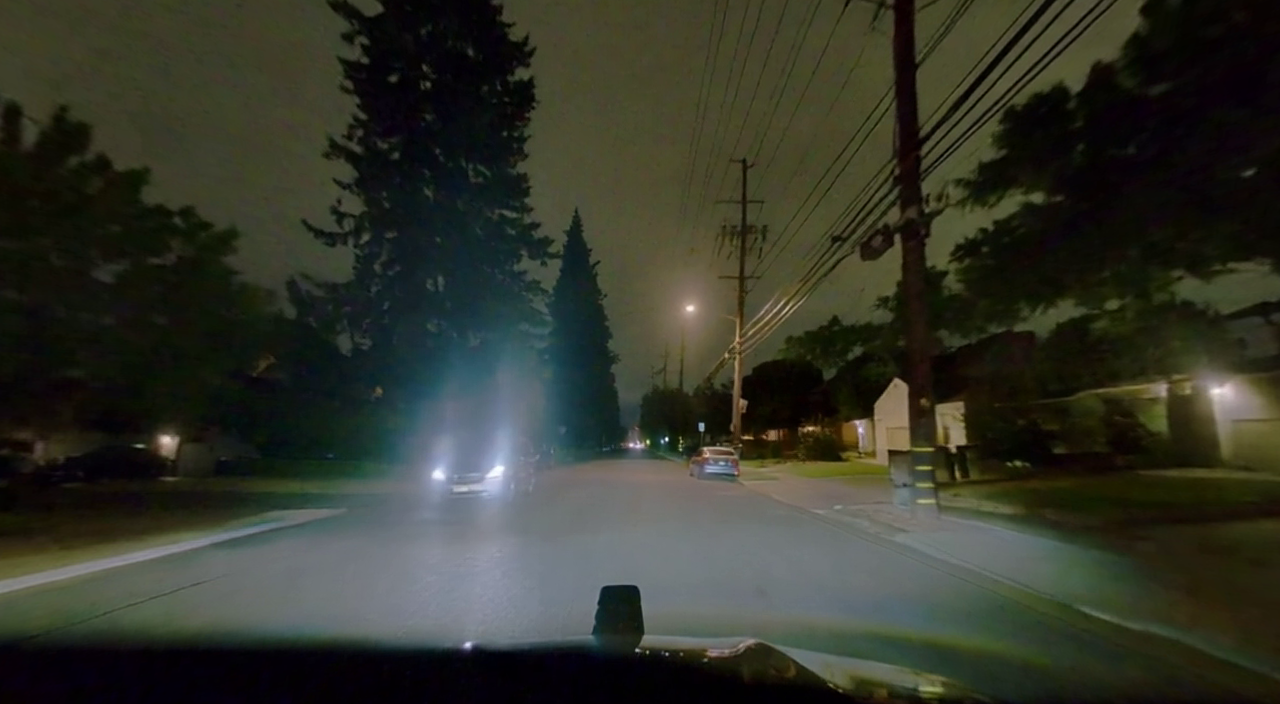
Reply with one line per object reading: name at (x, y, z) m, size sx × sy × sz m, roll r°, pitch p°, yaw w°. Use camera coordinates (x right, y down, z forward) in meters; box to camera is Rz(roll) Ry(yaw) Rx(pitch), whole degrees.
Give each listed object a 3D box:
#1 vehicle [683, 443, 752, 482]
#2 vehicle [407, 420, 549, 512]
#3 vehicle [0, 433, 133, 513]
vehicle at (3.094, 4.529, 26.217) m, size 1.944 × 1.439 × 4.500 m, roll 1°, pitch -8°, yaw -4°
vehicle at (-3.629, 2.641, 15.149) m, size 2.032 × 1.836 × 4.520 m, roll 0°, pitch -8°, yaw 2°
vehicle at (-13.314, 2.377, 12.710) m, size 4.443 × 1.475 × 1.932 m, roll 1°, pitch -8°, yaw -2°
